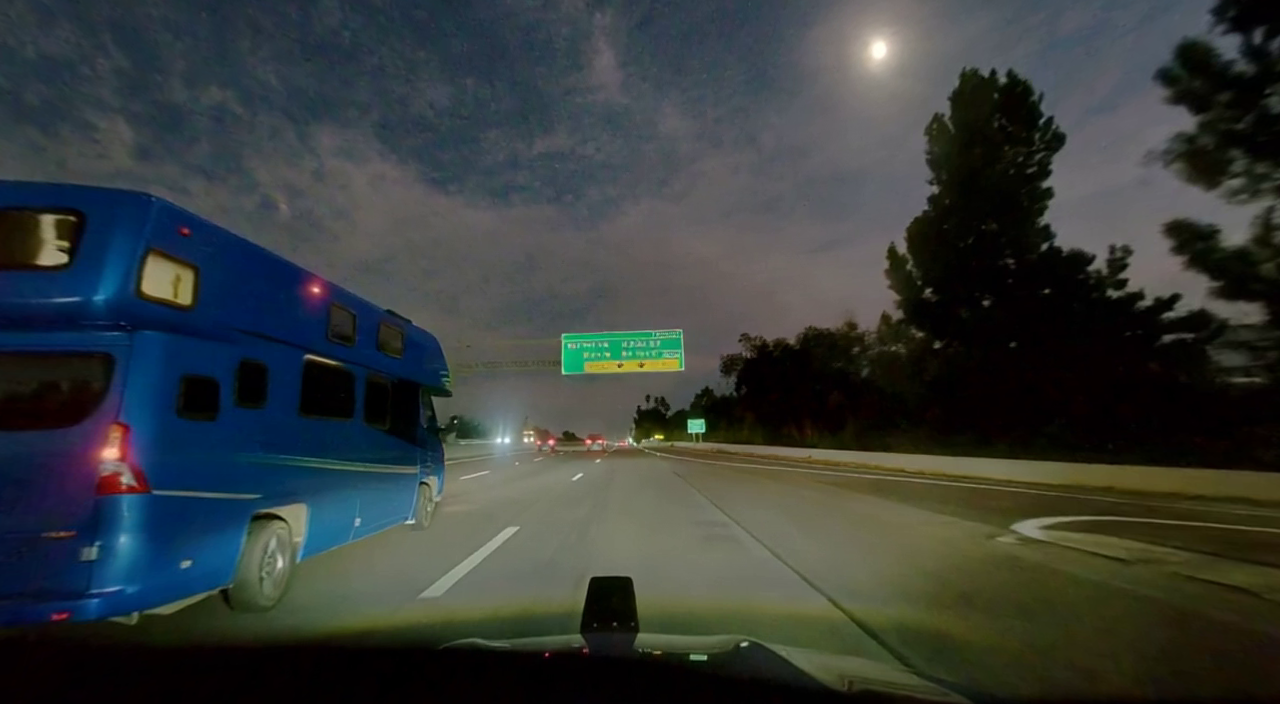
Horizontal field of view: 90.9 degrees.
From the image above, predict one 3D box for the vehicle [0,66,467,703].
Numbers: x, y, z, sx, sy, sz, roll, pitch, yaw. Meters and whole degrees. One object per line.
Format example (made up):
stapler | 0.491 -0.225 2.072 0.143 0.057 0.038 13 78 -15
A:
vehicle | -4.022 0.646 6.476 2.676 3.269 7.388 1 -6 -3
